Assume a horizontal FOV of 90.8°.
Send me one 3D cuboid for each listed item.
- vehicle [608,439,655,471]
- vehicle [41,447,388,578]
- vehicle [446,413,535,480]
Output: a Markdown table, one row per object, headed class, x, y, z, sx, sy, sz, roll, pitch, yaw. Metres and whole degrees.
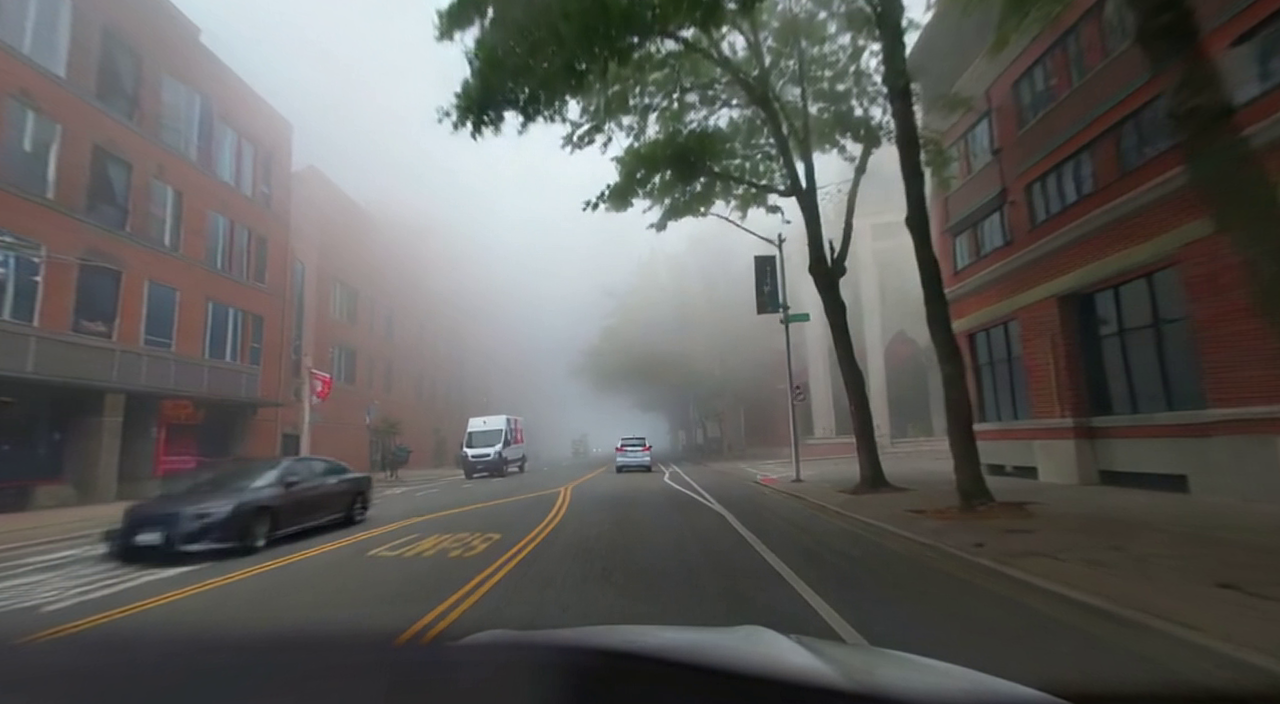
| class | x | y | z | sx | sy | sz | roll | pitch | yaw |
| --- | --- | --- | --- | --- | --- | --- | --- | --- | --- |
| vehicle | -0.369 | 5.540 | 34.092 | 2.356 | 1.572 | 4.810 | 0 | -8 | 1 |
| vehicle | -5.837 | 2.193 | 9.570 | 2.039 | 1.484 | 4.391 | -1 | -8 | 3 |
| vehicle | -7.542 | 4.905 | 32.935 | 2.754 | 3.065 | 7.103 | 0 | -8 | 1 |
